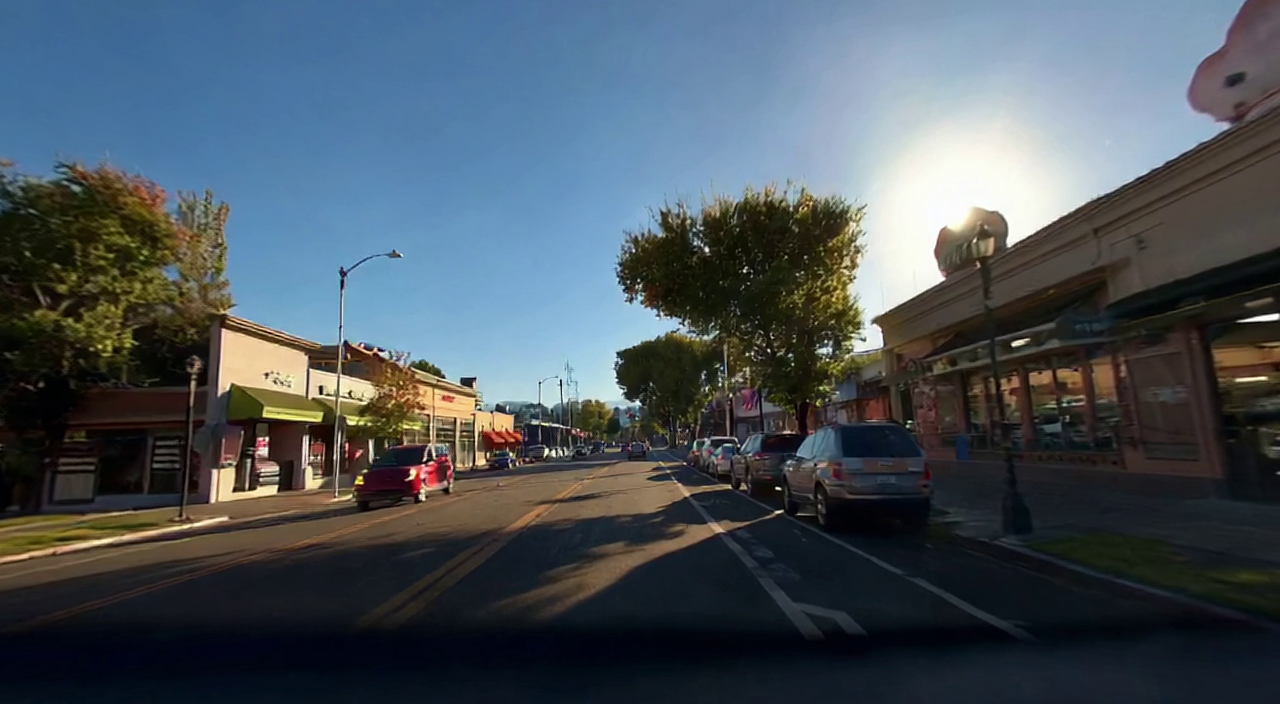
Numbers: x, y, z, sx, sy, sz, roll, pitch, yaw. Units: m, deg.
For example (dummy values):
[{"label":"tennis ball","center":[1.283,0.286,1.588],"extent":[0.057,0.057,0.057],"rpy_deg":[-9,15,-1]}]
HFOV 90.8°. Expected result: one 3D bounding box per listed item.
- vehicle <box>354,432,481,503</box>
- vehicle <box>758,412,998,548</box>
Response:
[{"label":"vehicle","center":[-6.452,3.402,19.032],"extent":[2.098,1.838,4.718],"rpy_deg":[0,-8,0]},{"label":"vehicle","center":[3.877,2.227,11.869],"extent":[2.164,1.880,6.057],"rpy_deg":[0,-8,0]}]
